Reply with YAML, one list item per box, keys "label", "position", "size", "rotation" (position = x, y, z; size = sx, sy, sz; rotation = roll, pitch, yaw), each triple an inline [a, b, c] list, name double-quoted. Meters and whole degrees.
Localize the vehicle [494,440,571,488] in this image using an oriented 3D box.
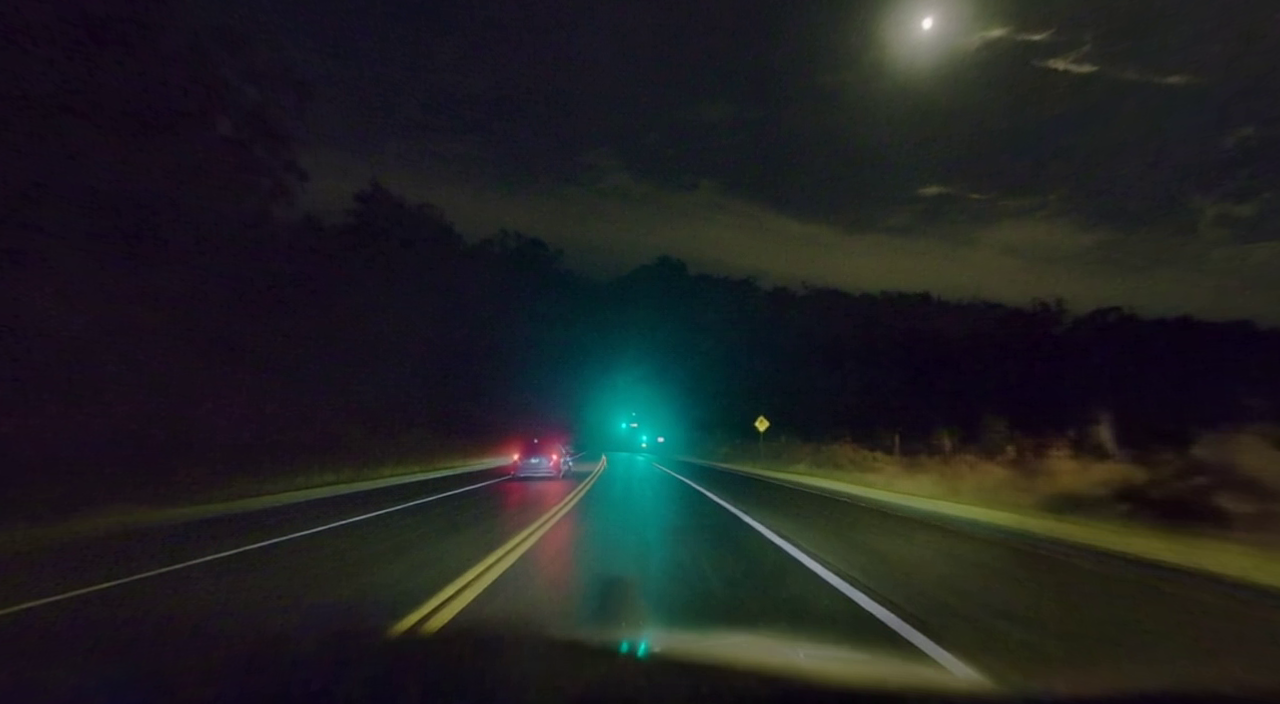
- label: "vehicle"
  position: [-3.684, 3.908, 22.405]
  size: [1.968, 1.503, 4.443]
  rotation: [0, -8, 0]
